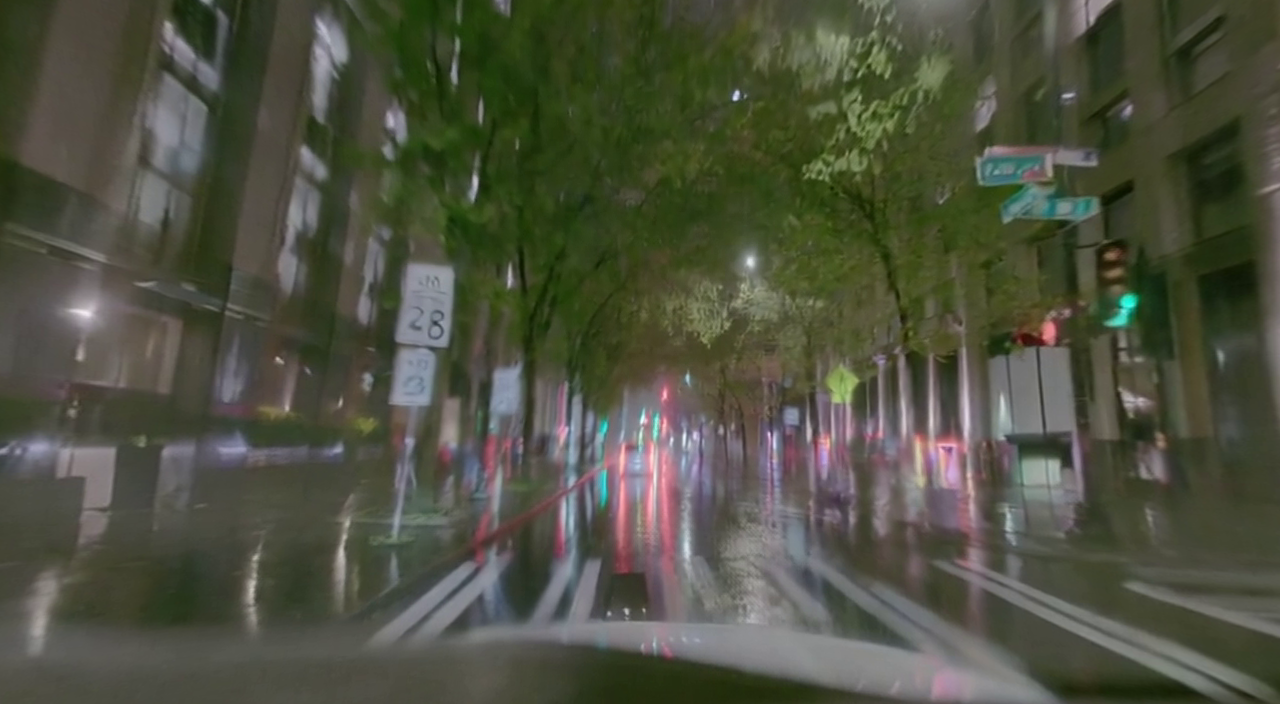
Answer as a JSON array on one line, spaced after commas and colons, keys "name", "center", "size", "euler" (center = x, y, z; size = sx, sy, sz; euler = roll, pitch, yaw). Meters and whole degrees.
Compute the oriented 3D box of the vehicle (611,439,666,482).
[{"name": "vehicle", "center": [-0.090, 4.431, 25.933], "size": [2.079, 1.621, 3.861], "euler": [0, -9, -1]}]
